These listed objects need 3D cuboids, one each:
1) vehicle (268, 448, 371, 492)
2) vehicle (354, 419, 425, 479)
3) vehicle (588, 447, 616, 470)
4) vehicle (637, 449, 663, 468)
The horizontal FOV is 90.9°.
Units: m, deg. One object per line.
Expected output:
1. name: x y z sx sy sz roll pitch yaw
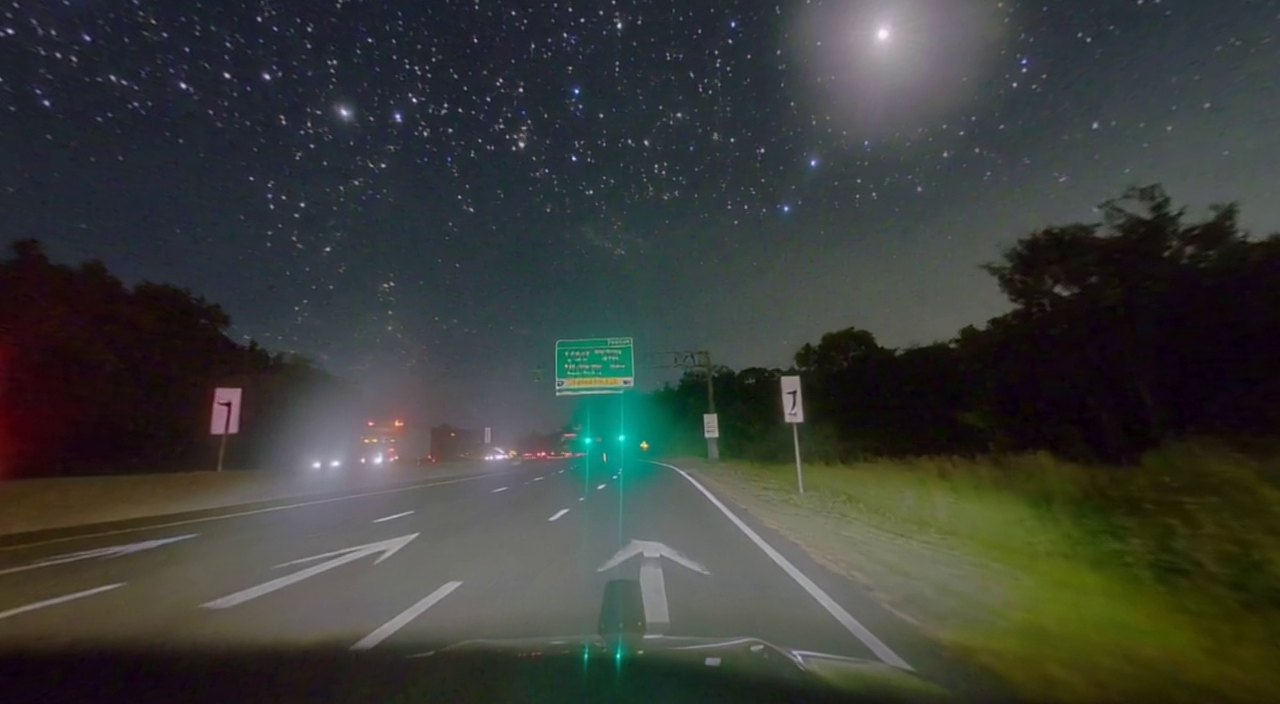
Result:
1. vehicle: -14.124 5.207 28.158 2.144 1.764 4.730 0 -9 0
2. vehicle: -16.706 6.454 41.645 3.061 3.490 8.999 5 -10 -28
3. vehicle: -2.991 8.417 49.989 2.021 1.727 4.225 0 -9 -1
4. vehicle: 0.842 8.400 49.914 1.807 1.427 3.645 -1 -9 5
